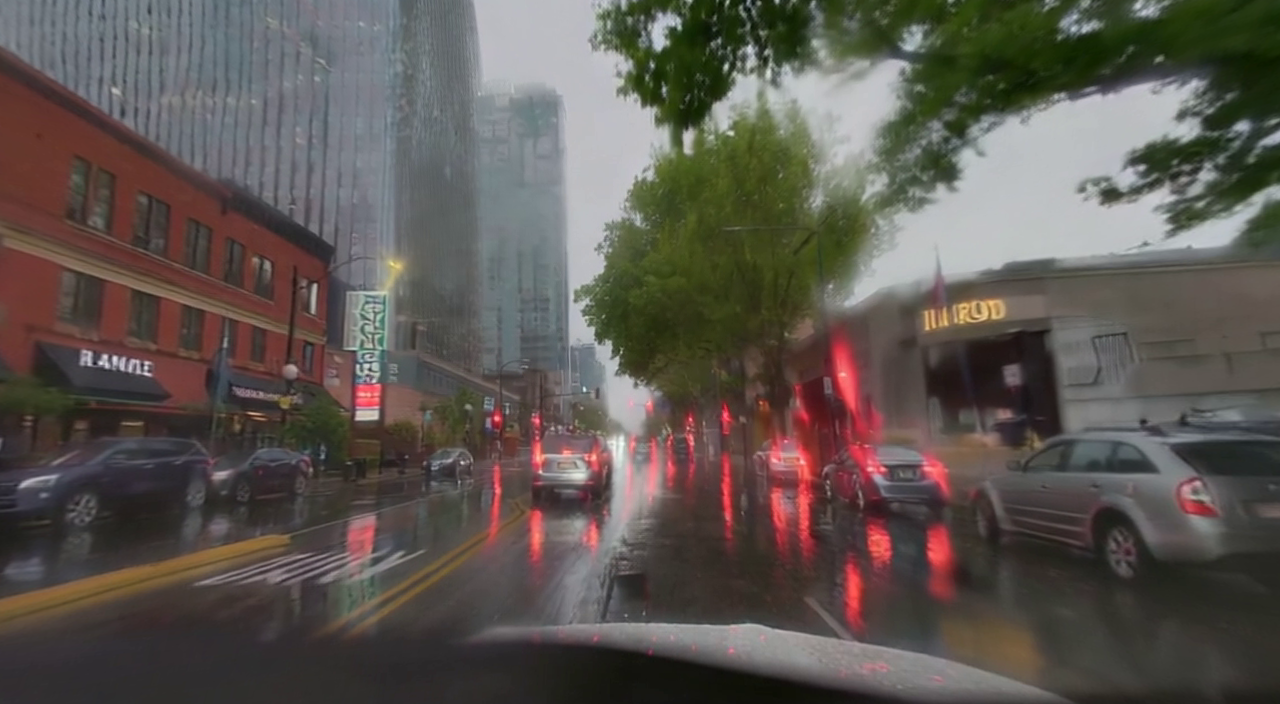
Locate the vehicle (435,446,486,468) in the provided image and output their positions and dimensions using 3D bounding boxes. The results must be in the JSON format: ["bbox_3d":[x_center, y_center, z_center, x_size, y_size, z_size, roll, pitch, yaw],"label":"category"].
[{"bbox_3d":[-12.440,7.289,43.995,2.075,1.472,4.638,0,-8,2],"label":"vehicle"}]

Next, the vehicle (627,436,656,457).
[{"bbox_3d":[0.088,7.217,48.244,2.102,1.521,4.078,0,-8,-1],"label":"vehicle"}]

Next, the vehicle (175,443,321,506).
[{"bbox_3d":[-12.575,3.915,20.660,2.000,1.708,4.494,-3,-8,-1],"label":"vehicle"}]

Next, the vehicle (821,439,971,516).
[{"bbox_3d":[5.802,2.869,14.901,1.986,1.555,3.879,0,-8,1],"label":"vehicle"}]

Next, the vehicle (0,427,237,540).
[{"bbox_3d":[-12.597,2.870,14.657,2.384,2.044,6.030,0,-8,1],"label":"vehicle"}]

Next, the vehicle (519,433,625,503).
[{"bbox_3d":[-1.640,2.731,15.301,2.169,1.427,4.531,1,-9,-6],"label":"vehicle"}]

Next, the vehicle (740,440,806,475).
[{"bbox_3d":[5.992,4.790,28.914,1.956,1.446,4.537,0,-8,-1],"label":"vehicle"}]
